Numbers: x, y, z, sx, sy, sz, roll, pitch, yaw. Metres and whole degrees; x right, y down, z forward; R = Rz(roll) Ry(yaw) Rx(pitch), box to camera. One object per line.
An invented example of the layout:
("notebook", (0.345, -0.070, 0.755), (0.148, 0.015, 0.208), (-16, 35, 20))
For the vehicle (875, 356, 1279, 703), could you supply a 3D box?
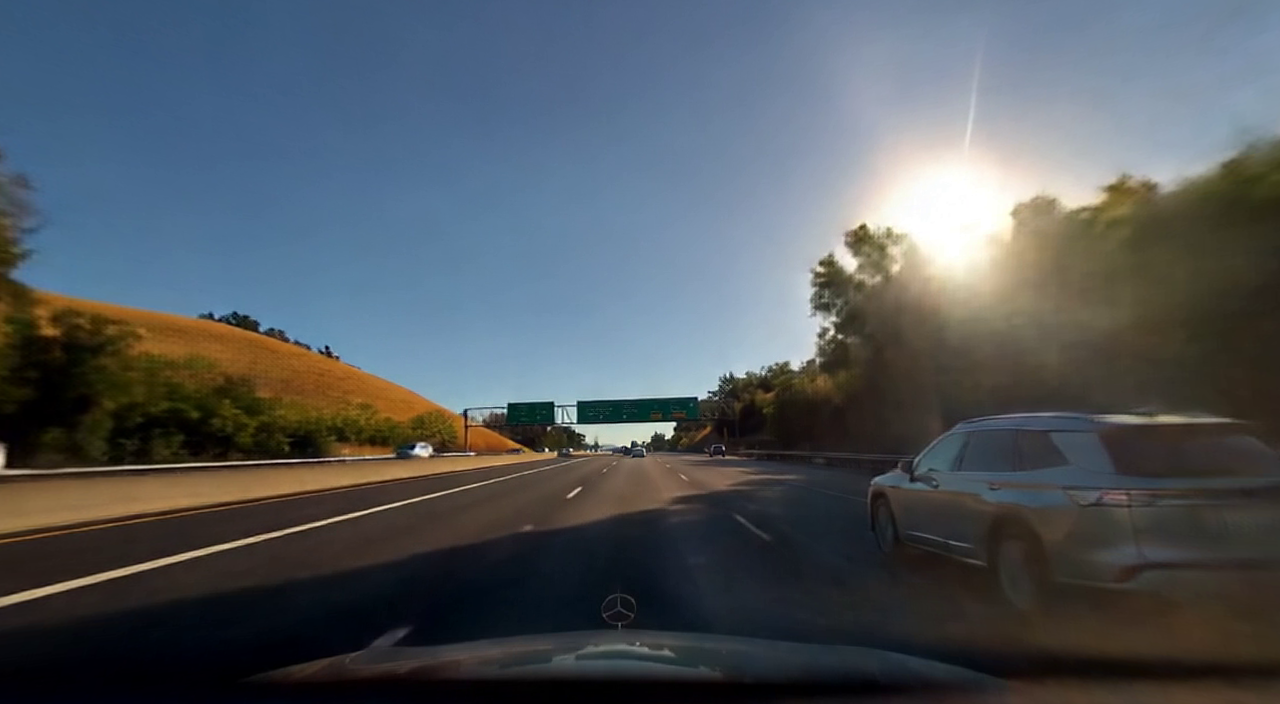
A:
("vehicle", (3.577, 1.191, 4.868), (1.784, 1.733, 4.141), (0, -9, -1))
